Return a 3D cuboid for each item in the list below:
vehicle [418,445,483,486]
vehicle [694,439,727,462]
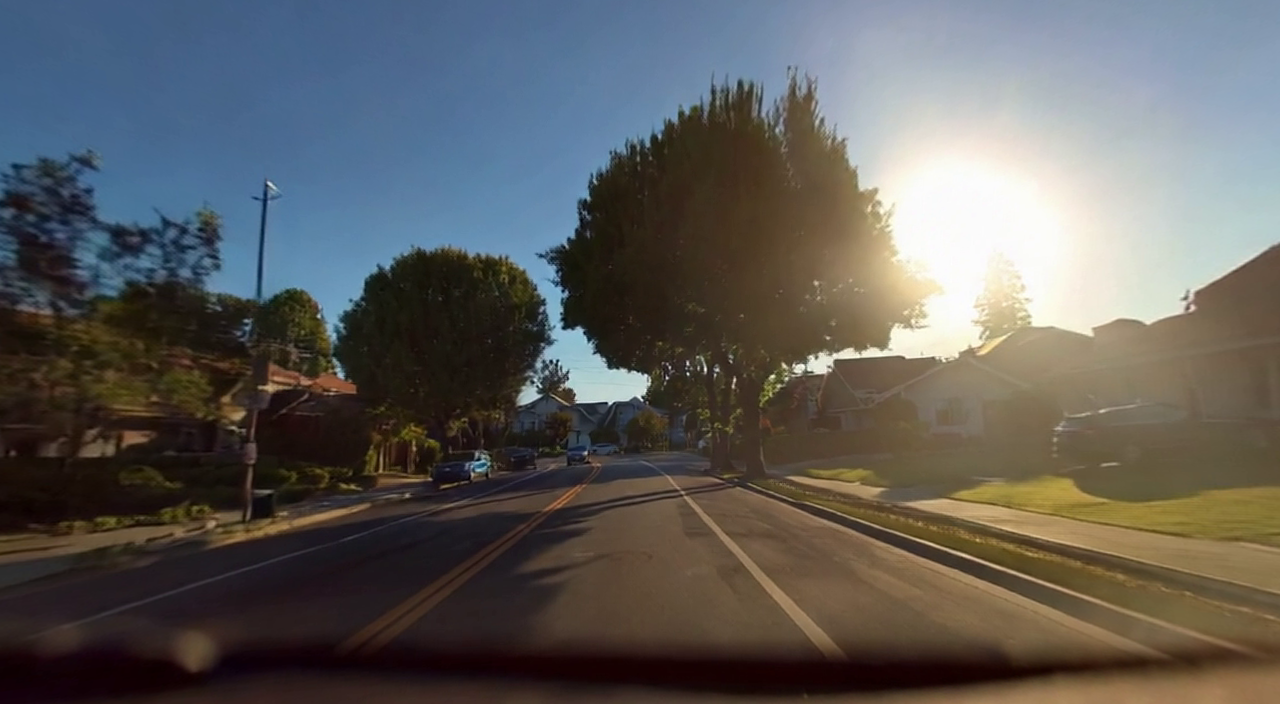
[{"bbox_3d":[-9.478,5.675,31.892,1.998,1.689,4.384,-4,-7,-2],"label":"vehicle"},{"bbox_3d":[5.493,7.787,49.857,2.010,1.694,4.661,0,-8,-1],"label":"vehicle"}]
